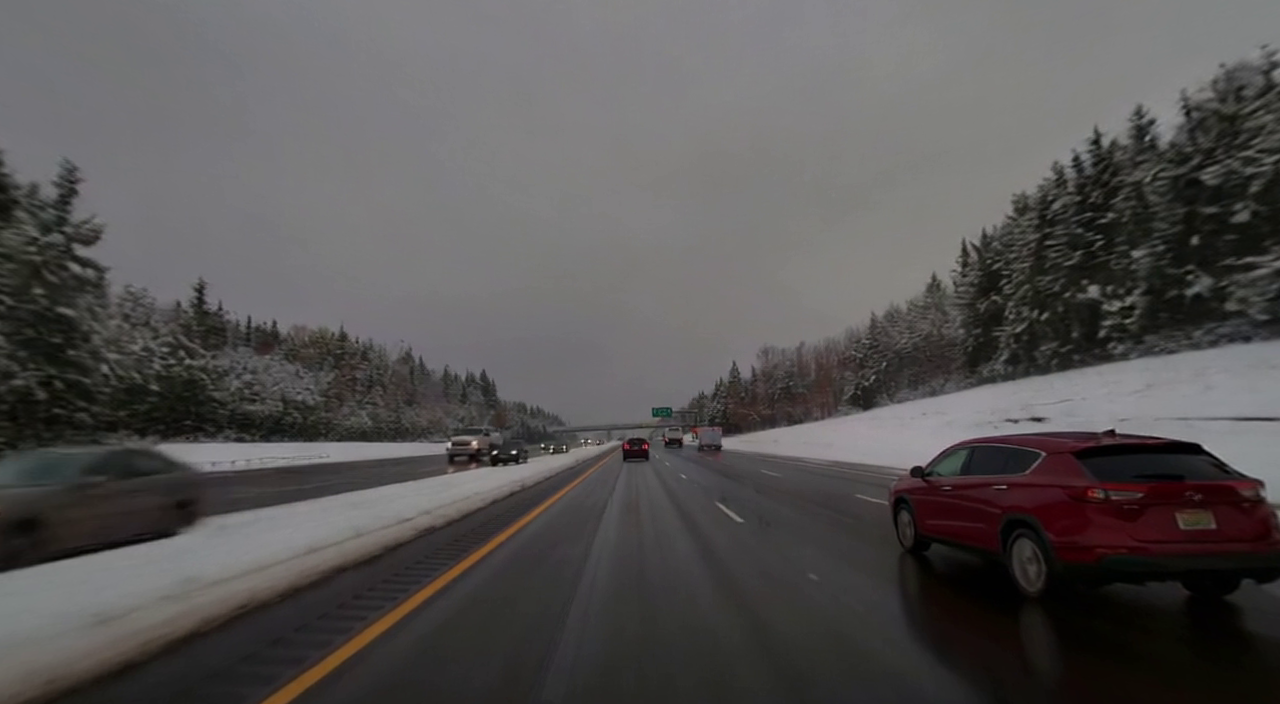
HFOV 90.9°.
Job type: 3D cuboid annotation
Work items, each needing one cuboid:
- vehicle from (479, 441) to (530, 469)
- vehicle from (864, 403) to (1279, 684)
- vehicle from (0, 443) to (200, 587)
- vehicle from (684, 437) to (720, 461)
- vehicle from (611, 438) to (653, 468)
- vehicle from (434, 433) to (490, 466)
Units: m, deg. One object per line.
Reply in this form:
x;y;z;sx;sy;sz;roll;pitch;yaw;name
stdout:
-7.858;5.991;37.040;2.012;1.521;4.593;0;-8;0;vehicle
3.965;1.353;5.828;1.961;1.495;4.743;0;-8;-1;vehicle
-7.559;1.804;7.324;1.897;1.451;4.137;0;-8;0;vehicle
4.286;6.771;44.165;1.995;1.556;3.893;0;-8;-2;vehicle
-0.433;5.266;33.086;2.055;1.466;4.317;0;-8;-1;vehicle
-11.636;6.398;41.609;2.209;2.011;4.985;0;-8;0;vehicle
